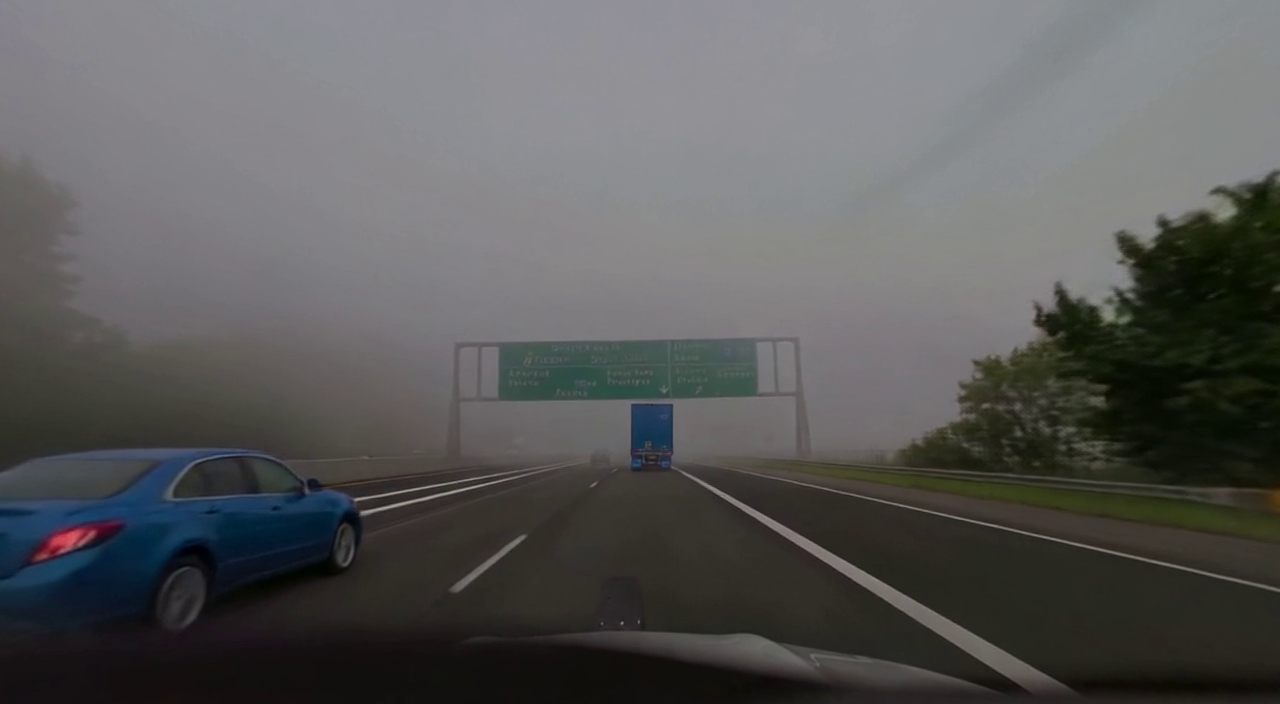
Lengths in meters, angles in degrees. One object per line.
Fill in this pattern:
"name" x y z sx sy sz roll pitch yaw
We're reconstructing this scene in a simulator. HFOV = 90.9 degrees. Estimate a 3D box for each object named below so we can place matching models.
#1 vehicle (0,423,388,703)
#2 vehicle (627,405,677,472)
"vehicle" -3.985 1.404 5.188 1.931 1.466 4.458 0 -9 1
"vehicle" 0.768 6.065 43.650 3.022 4.072 10.318 0 -9 0
